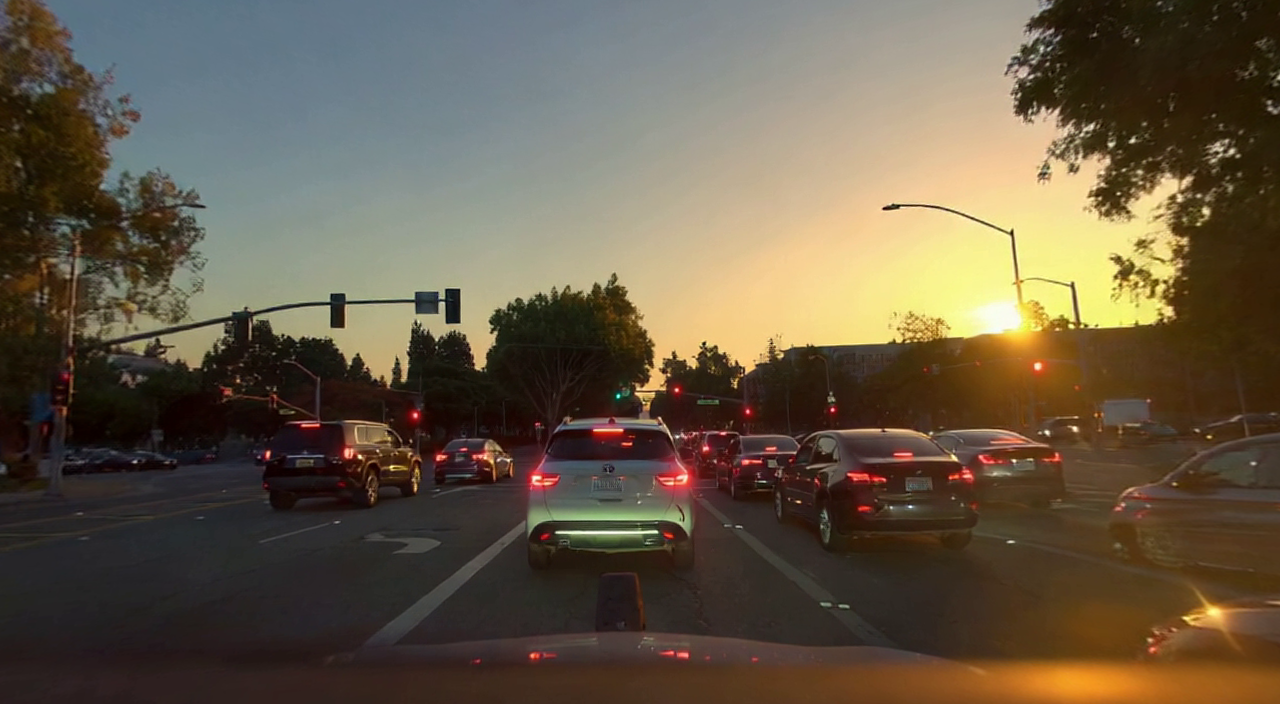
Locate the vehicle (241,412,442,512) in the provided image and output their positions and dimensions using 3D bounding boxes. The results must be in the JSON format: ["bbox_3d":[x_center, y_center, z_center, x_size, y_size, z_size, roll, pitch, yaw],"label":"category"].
[{"bbox_3d":[-6.721,2.557,15.005,2.214,1.953,5.017,0,-8,1],"label":"vehicle"}]

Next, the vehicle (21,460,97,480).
[{"bbox_3d":[-45.691,9.271,49.394,4.232,1.498,1.791,0,-9,1],"label":"vehicle"}]

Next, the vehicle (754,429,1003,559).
[{"bbox_3d":[3.153,1.973,9.511,1.971,1.473,4.495,0,-8,0],"label":"vehicle"}]

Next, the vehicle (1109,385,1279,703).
[{"bbox_3d":[3.307,0.674,0.850,1.980,1.515,4.362,0,-8,1],"label":"vehicle"}]

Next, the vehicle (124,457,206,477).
[{"bbox_3d":[-37.347,9.055,49.468,4.914,1.487,1.850,0,-8,0],"label":"vehicle"}]

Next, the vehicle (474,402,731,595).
[{"bbox_3d":[-0.320,1.593,7.639,2.256,1.694,4.055,0,-8,0],"label":"vehicle"}]
